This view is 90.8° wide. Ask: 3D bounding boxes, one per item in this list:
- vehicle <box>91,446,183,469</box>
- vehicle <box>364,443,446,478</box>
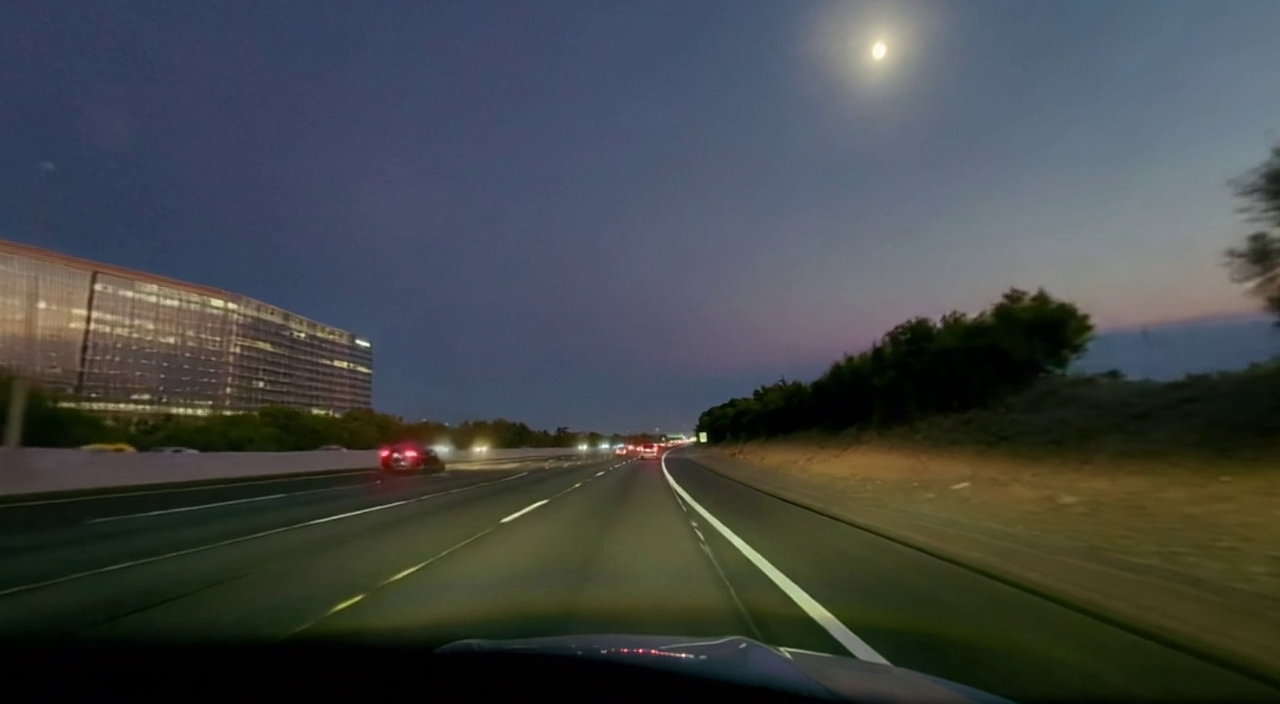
[{"bbox_3d":[-34.334,7.198,43.285,2.309,1.451,4.637,-1,-9,4],"label":"vehicle"},{"bbox_3d":[-10.535,4.875,28.741,1.914,1.440,4.467,0,-8,1],"label":"vehicle"}]
